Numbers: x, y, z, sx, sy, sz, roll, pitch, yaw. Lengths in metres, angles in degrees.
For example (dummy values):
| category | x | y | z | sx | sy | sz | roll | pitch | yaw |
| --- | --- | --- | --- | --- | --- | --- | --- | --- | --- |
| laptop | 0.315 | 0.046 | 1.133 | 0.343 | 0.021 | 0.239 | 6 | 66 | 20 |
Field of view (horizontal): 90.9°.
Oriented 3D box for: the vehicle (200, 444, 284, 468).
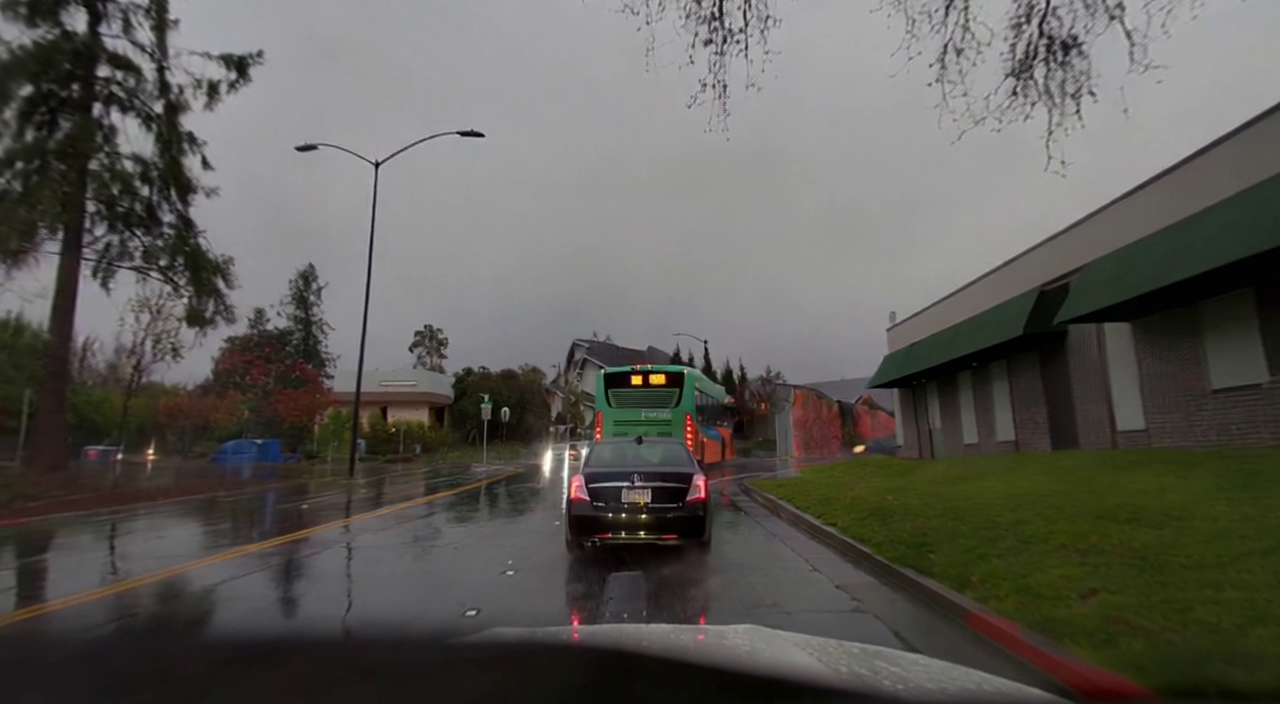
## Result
| category | x | y | z | sx | sy | sz | roll | pitch | yaw |
| --- | --- | --- | --- | --- | --- | --- | --- | --- | --- |
| vehicle | -25.981 | 6.794 | 41.333 | 4.403 | 1.422 | 1.697 | 4 | -9 | -26 |

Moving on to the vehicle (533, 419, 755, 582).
| category | x | y | z | sx | sy | sz | roll | pitch | yaw |
| --- | --- | --- | --- | --- | --- | --- | --- | --- | --- |
| vehicle | 0.067 | 1.649 | 7.787 | 2.020 | 1.478 | 3.922 | 0 | -8 | 1 |

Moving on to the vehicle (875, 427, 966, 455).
| category | x | y | z | sx | sy | sz | roll | pitch | yaw |
| --- | --- | --- | --- | --- | --- | --- | --- | --- | --- |
| vehicle | 15.822 | 5.056 | 35.654 | 4.338 | 1.464 | 1.782 | -6 | -10 | 35 |

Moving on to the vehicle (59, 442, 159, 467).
| category | x | y | z | sx | sy | sz | roll | pitch | yaw |
| --- | --- | --- | --- | --- | --- | --- | --- | --- | --- |
| vehicle | -32.071 | 6.192 | 38.212 | 4.473 | 1.442 | 1.743 | 7 | -11 | -39 |
